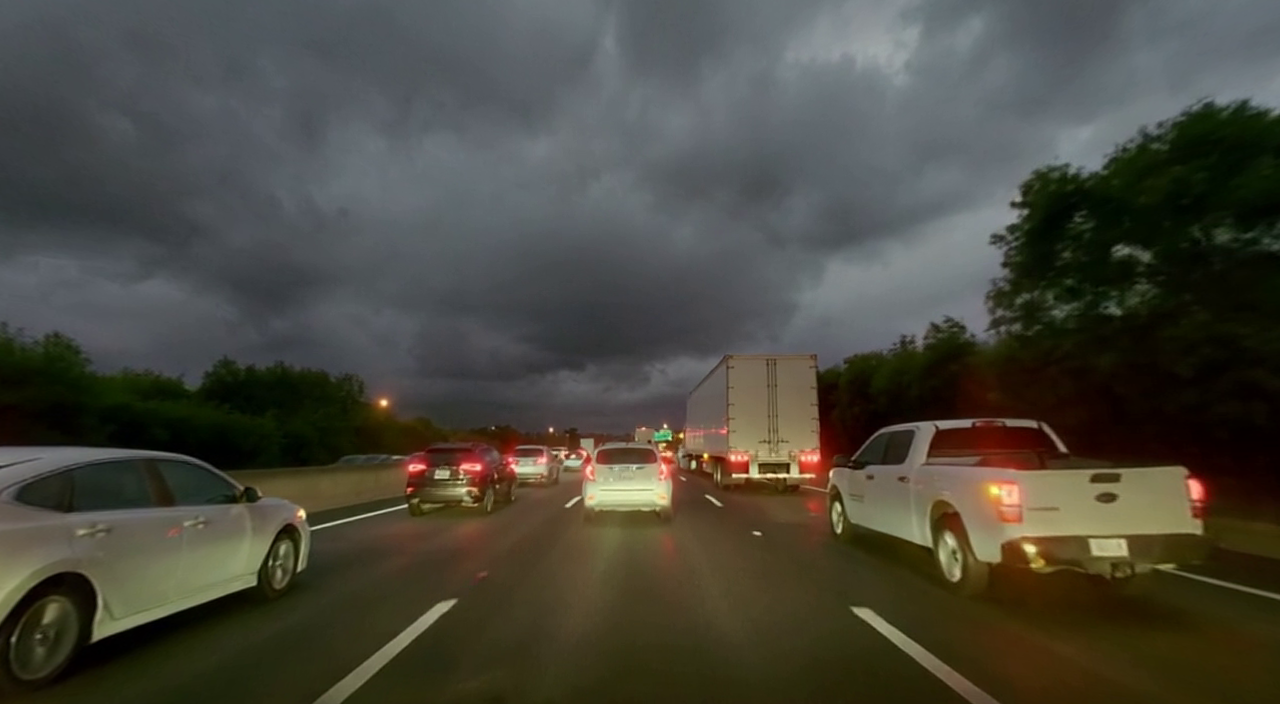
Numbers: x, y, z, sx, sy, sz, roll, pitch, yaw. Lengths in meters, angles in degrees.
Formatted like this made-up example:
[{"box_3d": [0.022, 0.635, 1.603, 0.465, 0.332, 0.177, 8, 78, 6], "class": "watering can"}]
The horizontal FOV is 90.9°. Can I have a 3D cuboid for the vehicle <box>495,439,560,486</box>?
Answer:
[{"box_3d": [-4.653, 4.632, 26.612, 1.959, 1.808, 3.790, 0, -9, 1], "class": "vehicle"}]

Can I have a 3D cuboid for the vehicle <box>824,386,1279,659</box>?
[{"box_3d": [3.653, 1.459, 6.467, 2.076, 1.751, 4.666, 0, -9, 0], "class": "vehicle"}]

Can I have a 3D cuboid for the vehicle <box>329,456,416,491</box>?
[{"box_3d": [-12.190, 5.560, 29.084, 1.923, 1.436, 4.605, 0, -9, 1], "class": "vehicle"}]

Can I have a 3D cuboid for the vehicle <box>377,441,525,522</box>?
[{"box_3d": [-3.984, 2.800, 14.154, 1.923, 1.503, 4.293, 0, -9, 1], "class": "vehicle"}]

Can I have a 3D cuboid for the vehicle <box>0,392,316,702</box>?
[{"box_3d": [-4.281, 1.227, 4.559, 1.789, 1.620, 3.841, 0, -9, 0], "class": "vehicle"}]

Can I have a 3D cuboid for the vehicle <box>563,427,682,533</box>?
[{"box_3d": [-0.301, 2.515, 12.938, 2.037, 1.792, 4.194, 0, -9, 0], "class": "vehicle"}]

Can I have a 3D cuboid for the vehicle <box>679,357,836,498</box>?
[{"box_3d": [3.897, 3.394, 26.247, 3.186, 4.111, 15.553, 0, -9, -1], "class": "vehicle"}]
